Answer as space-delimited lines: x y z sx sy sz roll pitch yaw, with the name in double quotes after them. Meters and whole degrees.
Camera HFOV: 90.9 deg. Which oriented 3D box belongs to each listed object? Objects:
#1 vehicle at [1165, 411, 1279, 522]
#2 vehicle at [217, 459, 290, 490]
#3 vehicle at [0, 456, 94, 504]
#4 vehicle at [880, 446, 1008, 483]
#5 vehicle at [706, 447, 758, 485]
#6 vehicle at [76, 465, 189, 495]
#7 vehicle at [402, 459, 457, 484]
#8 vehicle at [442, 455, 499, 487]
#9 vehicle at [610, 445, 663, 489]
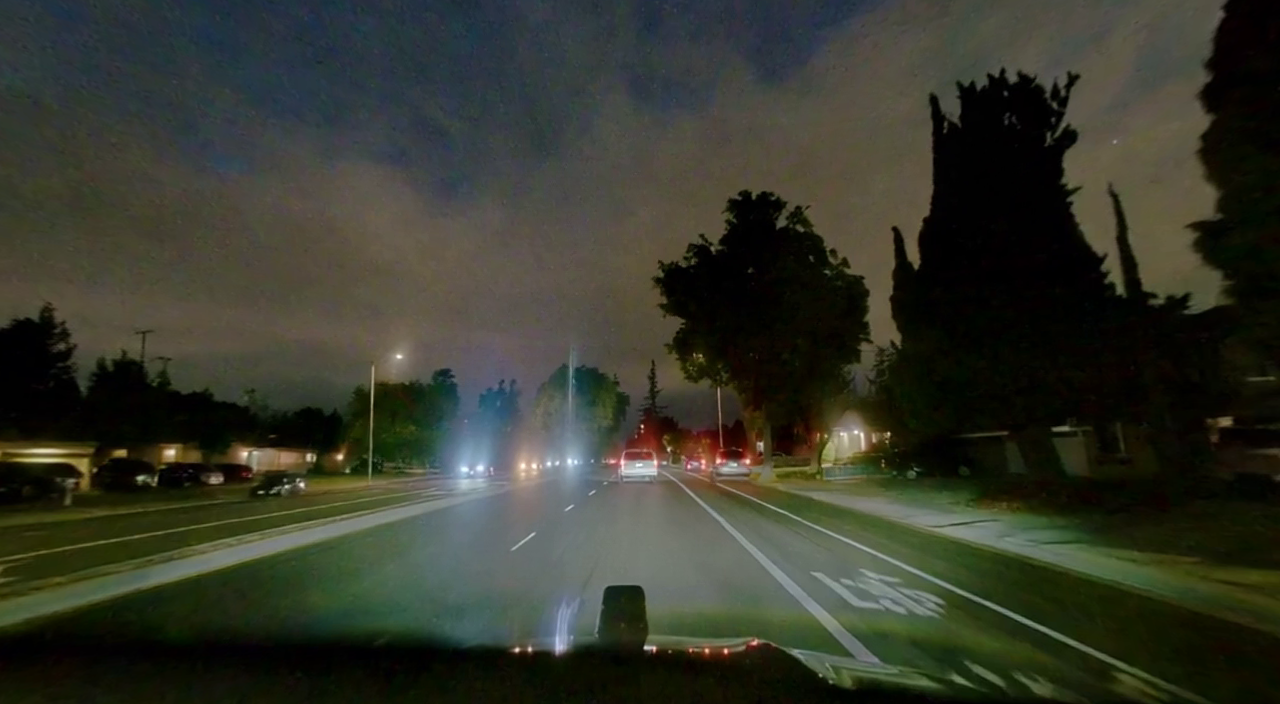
12.806 2.002 11.229 4.888 1.773 2.245 0 -8 -2 "vehicle"
-25.159 7.933 41.204 1.786 1.444 4.545 -4 -6 2 "vehicle"
-25.812 5.299 26.355 4.032 1.790 1.925 1 -8 0 "vehicle"
12.546 4.647 26.215 4.297 1.478 1.866 0 -8 0 "vehicle"
4.485 5.587 31.284 1.992 1.695 4.101 0 -8 1 "vehicle"
-26.807 6.747 33.389 4.416 1.449 1.833 0 -8 1 "vehicle"
-14.222 8.115 42.958 2.138 1.484 4.604 0 -8 0 "vehicle"
-9.040 6.342 33.977 2.063 1.493 4.447 0 -8 -3 "vehicle"
-0.132 4.752 26.408 2.024 1.655 4.301 0 -8 0 "vehicle"
